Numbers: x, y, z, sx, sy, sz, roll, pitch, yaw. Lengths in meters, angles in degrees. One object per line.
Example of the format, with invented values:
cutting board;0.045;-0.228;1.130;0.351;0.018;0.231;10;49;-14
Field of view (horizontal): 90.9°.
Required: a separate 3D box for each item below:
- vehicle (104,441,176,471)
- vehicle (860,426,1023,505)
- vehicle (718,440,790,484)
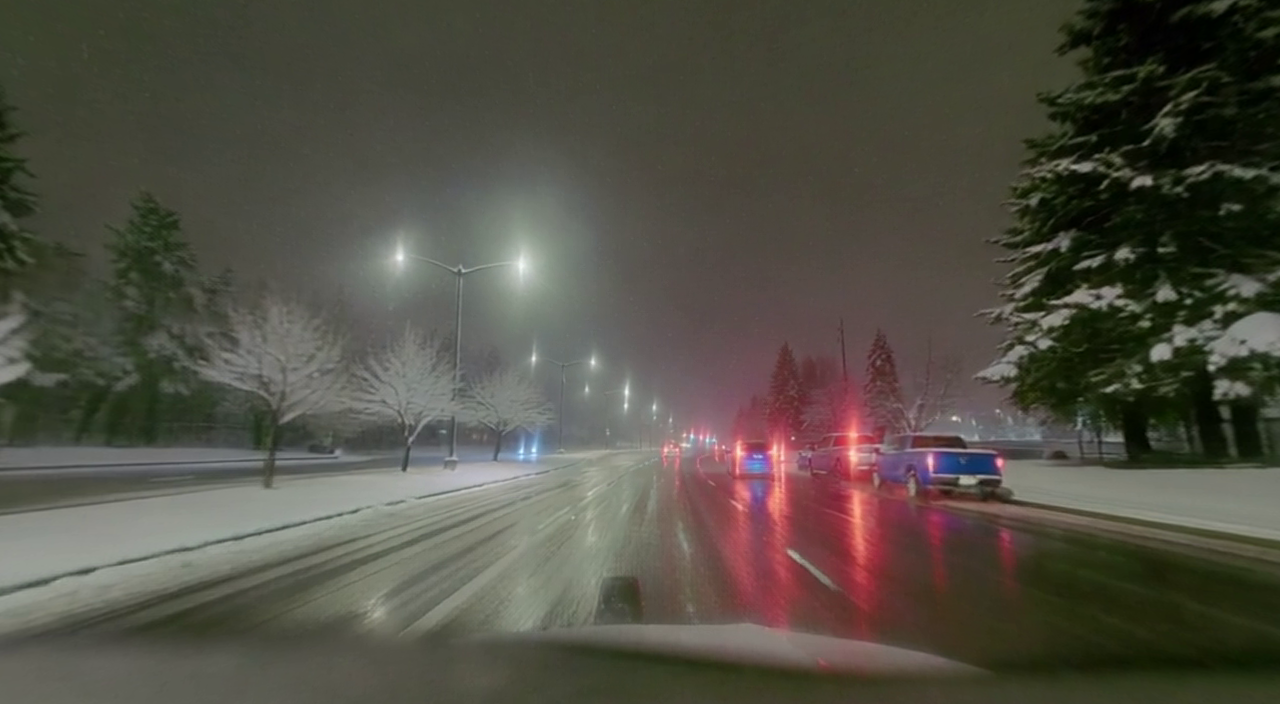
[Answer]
vehicle;-27.723;5.733;34.917;4.266;1.583;2.078;-7;-11;38
vehicle;7.838;2.987;17.037;2.104;1.801;4.628;0;-8;1
vehicle;4.223;4.144;24.110;1.981;1.499;4.536;0;-8;1
